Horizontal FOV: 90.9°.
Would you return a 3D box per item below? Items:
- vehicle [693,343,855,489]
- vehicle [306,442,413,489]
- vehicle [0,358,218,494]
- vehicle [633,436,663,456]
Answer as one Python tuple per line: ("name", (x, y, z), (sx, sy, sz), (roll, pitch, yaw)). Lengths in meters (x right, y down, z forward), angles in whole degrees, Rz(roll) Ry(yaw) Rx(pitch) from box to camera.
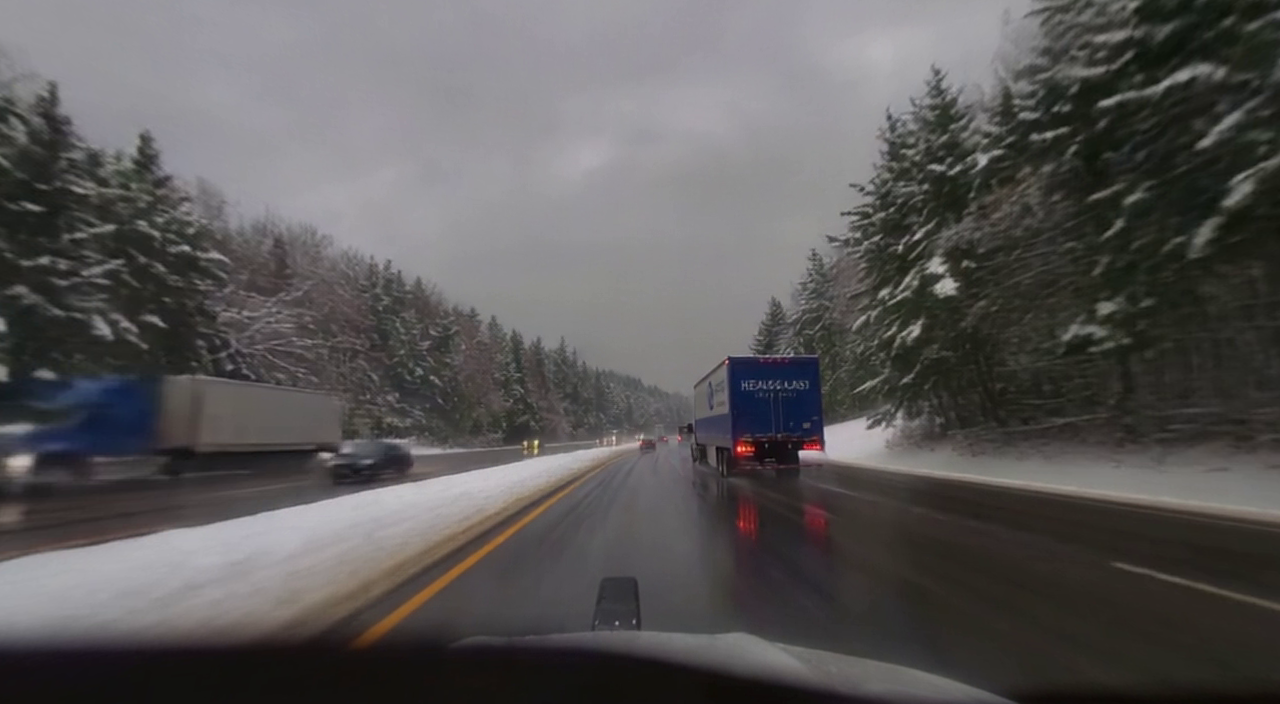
("vehicle", (4.334, 2.684, 24.630), (3.171, 4.072, 13.784), (0, -8, 0))
("vehicle", (-10.279, 4.145, 23.458), (2.142, 1.532, 3.971), (0, -8, 1))
("vehicle", (-18.199, 2.557, 21.698), (3.000, 4.016, 5.901), (0, -8, 1))
("vehicle", (0.604, 7.157, 48.209), (2.209, 1.499, 4.144), (0, -8, 1))
